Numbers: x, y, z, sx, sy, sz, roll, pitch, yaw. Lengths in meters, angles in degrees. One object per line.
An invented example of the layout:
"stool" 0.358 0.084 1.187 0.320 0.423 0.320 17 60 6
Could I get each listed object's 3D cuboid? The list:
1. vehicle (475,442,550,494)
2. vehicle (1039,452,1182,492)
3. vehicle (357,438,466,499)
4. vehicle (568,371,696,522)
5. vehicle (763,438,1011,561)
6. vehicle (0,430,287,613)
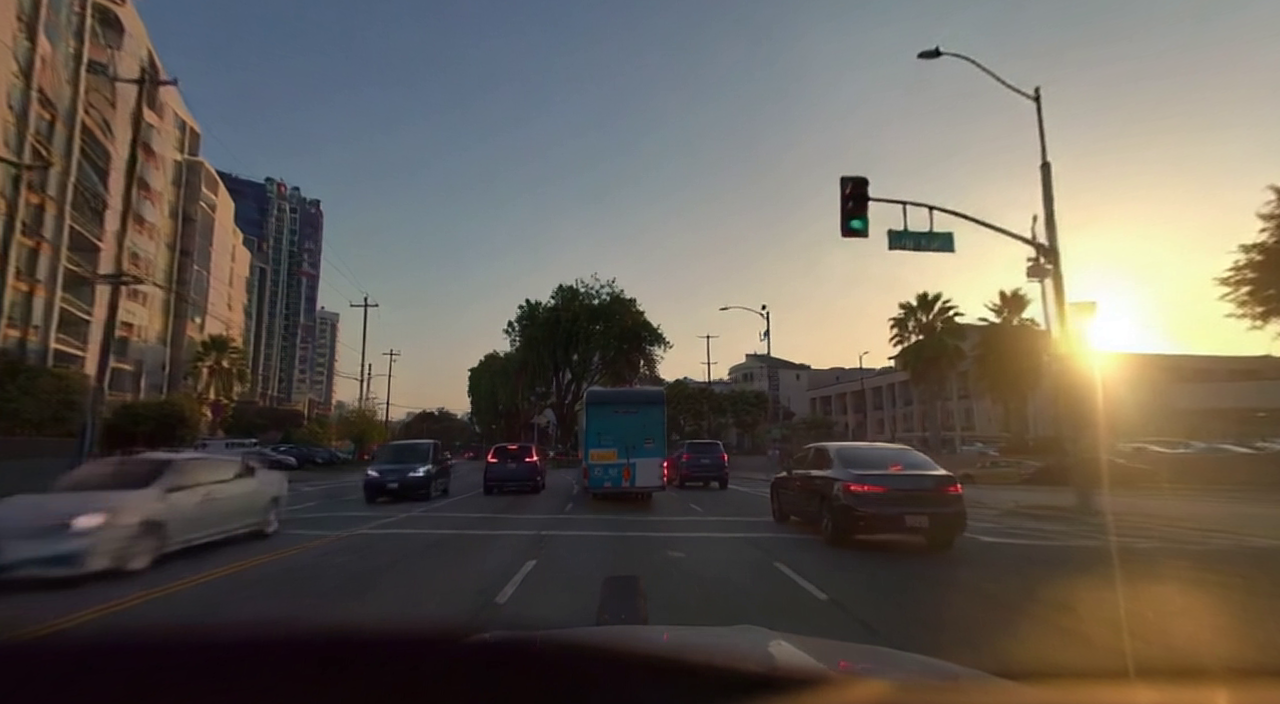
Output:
"vehicle" -4.267 3.913 21.766 2.033 1.555 4.408 0 -8 -5
"vehicle" 20.839 5.295 28.054 1.819 1.498 4.664 4 -9 -26
"vehicle" -7.107 3.611 20.081 2.165 1.690 4.322 0 -8 -5
"vehicle" -0.440 2.262 15.502 2.517 2.926 6.177 1 -8 -5
"vehicle" 3.568 2.171 10.248 1.978 1.507 4.636 0 -8 -3
"vehicle" -6.126 1.699 7.299 1.801 1.524 3.974 0 -8 -1
